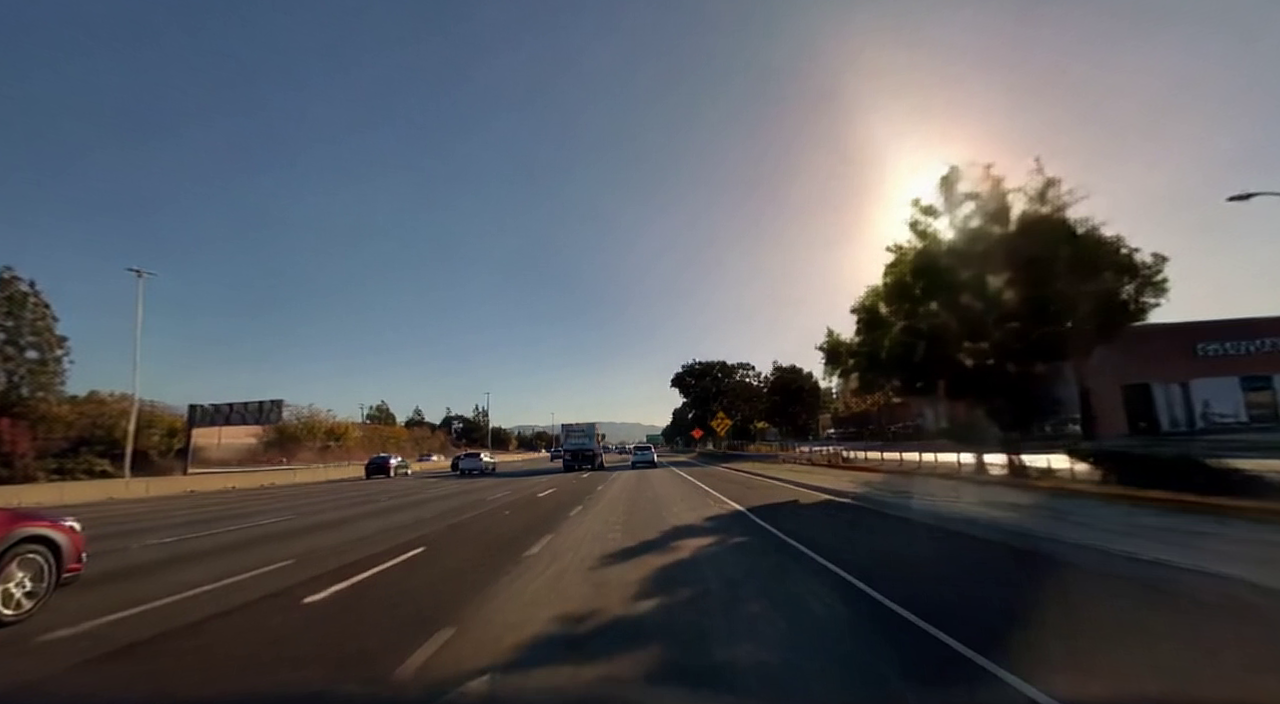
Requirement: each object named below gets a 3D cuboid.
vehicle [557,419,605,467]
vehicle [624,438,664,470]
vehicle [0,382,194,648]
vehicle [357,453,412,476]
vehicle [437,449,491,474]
[{"bbox_3d":[-4.473,7.204,49.830,2.796,3.426,8.553,-1,-8,1],"label":"vehicle"},{"bbox_3d":[0.223,6.057,37.641,2.227,1.794,4.646,0,-8,1],"label":"vehicle"},{"bbox_3d":[-5.485,1.028,3.725,2.200,1.793,4.586,-1,-8,2],"label":"vehicle"},{"bbox_3d":[-18.422,8.123,45.699,1.899,1.478,4.640,-1,-8,3],"label":"vehicle"},{"bbox_3d":[-11.264,6.997,40.671,1.928,1.480,4.823,-1,-8,2],"label":"vehicle"}]
